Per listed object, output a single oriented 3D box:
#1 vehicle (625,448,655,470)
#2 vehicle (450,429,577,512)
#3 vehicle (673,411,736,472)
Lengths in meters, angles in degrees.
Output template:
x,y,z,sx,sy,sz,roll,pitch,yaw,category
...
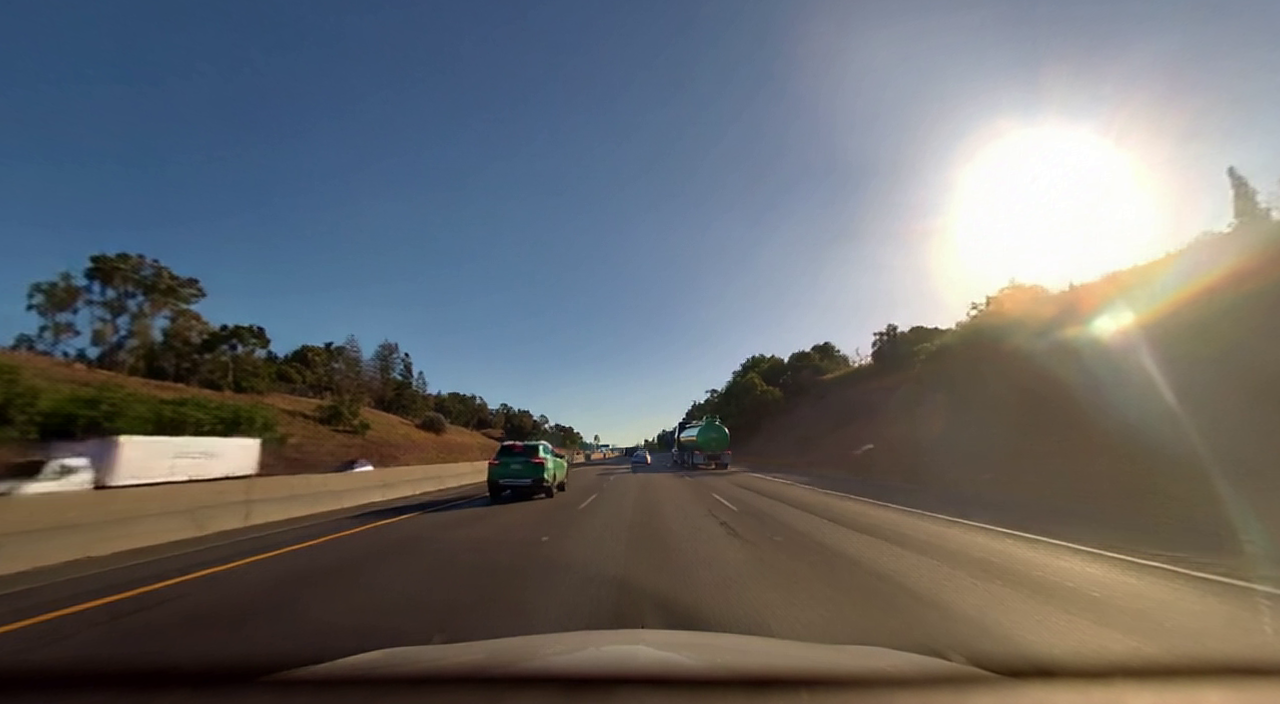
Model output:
x,y,z,sx,sy,sz,roll,pitch,yaw,category
0.015,7.560,44.709,2.013,1.498,3.908,0,-9,0,vehicle
-3.049,3.004,16.457,2.258,1.805,4.665,-1,-9,1,vehicle
4.232,6.432,44.908,2.889,3.606,13.832,0,-9,0,vehicle
